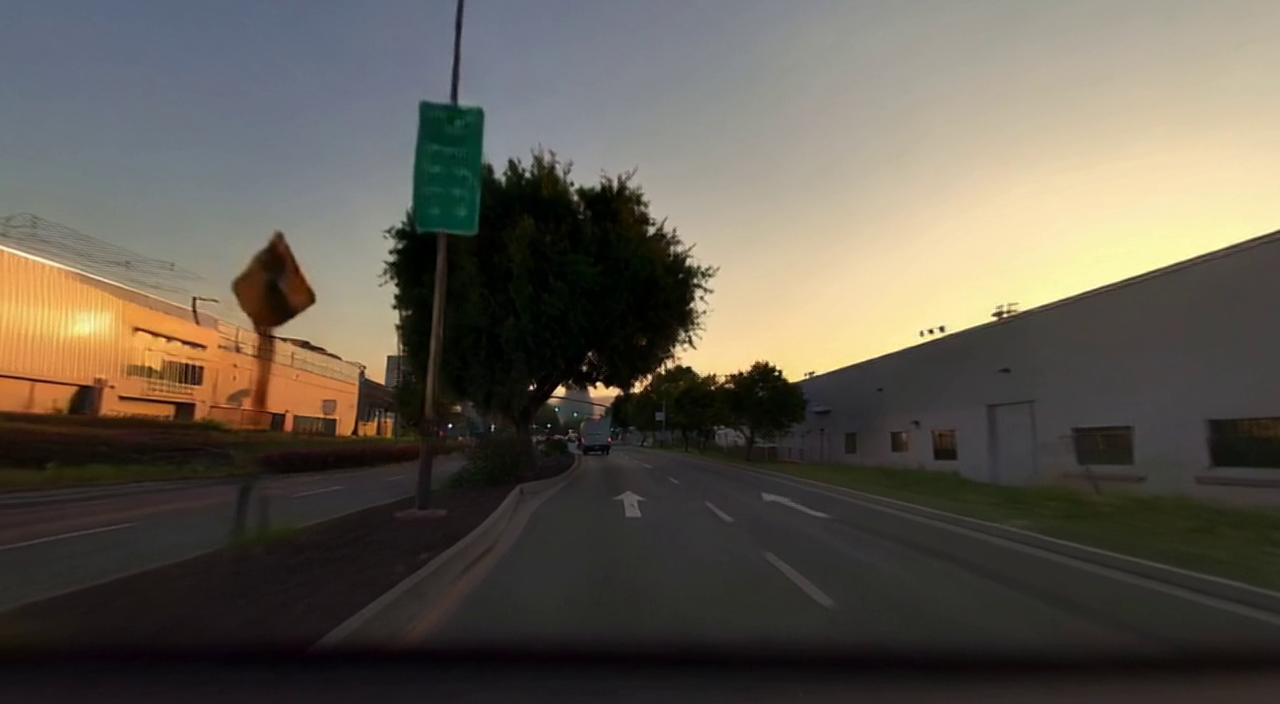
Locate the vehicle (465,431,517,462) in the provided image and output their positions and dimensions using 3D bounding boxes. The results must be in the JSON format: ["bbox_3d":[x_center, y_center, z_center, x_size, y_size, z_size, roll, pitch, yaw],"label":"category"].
[{"bbox_3d":[-8.228,5.266,35.189,2.120,1.610,3.917,1,-8,-3],"label":"vehicle"}]
